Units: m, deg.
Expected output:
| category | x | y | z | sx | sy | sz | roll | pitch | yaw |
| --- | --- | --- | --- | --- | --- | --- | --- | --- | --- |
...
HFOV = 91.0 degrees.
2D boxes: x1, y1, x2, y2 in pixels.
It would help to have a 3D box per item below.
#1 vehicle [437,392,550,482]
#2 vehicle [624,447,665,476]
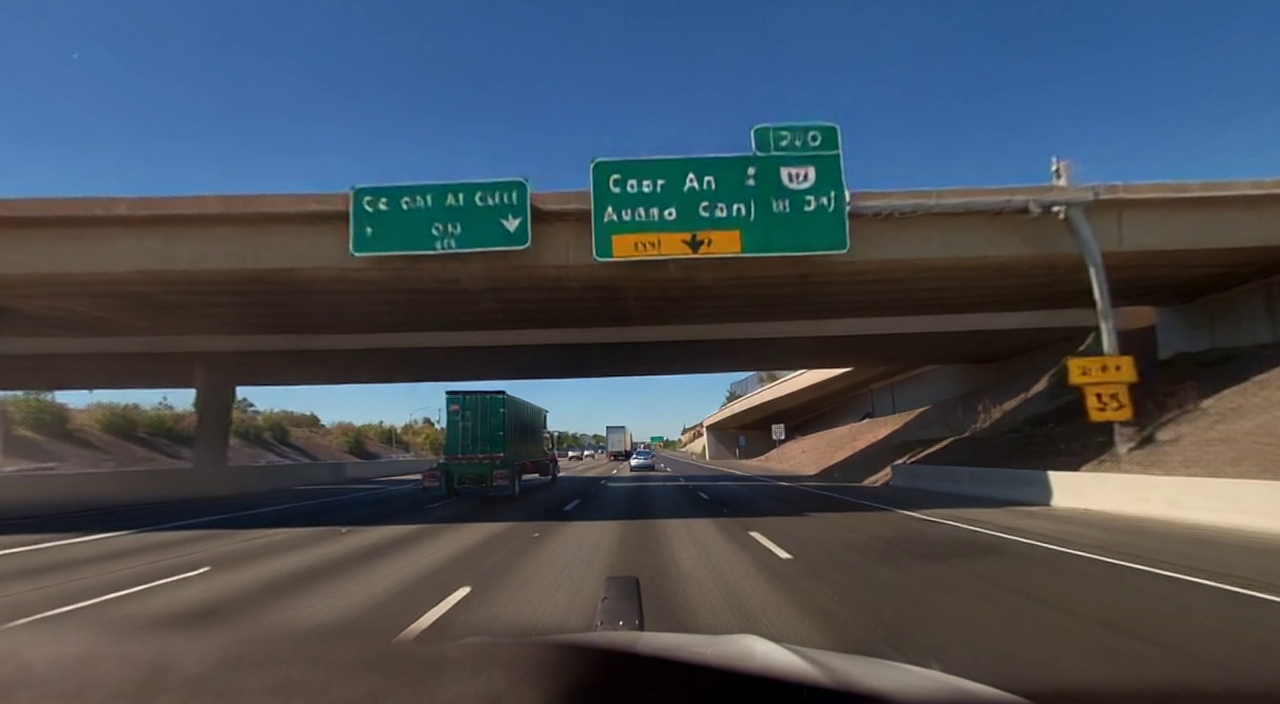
| category | x | y | z | sx | sy | sz | roll | pitch | yaw |
| --- | --- | --- | --- | --- | --- | --- | --- | --- | --- |
| vehicle | -7.055 | 4.499 | 32.542 | 3.067 | 3.804 | 11.136 | 0 | -9 | 0 |
| vehicle | 0.200 | 5.867 | 33.970 | 2.066 | 1.469 | 4.050 | 0 | -9 | -1 |
